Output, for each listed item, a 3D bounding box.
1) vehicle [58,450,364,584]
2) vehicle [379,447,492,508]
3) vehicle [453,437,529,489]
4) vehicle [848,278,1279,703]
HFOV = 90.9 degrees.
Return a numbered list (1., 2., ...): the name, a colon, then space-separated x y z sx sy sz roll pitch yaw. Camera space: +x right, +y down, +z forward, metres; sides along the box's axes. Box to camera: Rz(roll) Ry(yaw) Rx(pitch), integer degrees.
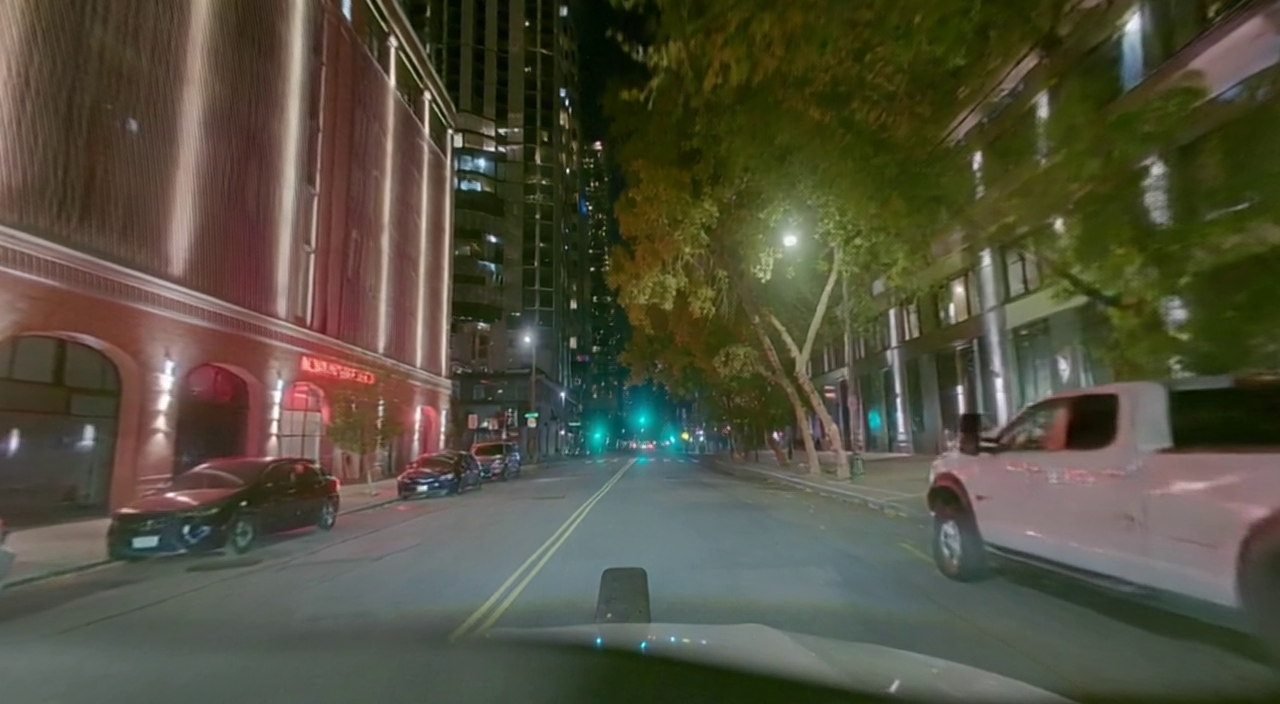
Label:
1. vehicle: -6.645 2.515 10.583 2.110 1.498 4.555 -5 -8 -2
2. vehicle: -6.651 4.089 21.142 2.270 1.539 4.855 -5 -8 -2
3. vehicle: -6.491 4.854 27.995 2.273 1.871 4.920 -5 -8 -2
4. vehicle: 3.916 1.000 4.651 2.568 2.001 5.999 1 -8 -2
